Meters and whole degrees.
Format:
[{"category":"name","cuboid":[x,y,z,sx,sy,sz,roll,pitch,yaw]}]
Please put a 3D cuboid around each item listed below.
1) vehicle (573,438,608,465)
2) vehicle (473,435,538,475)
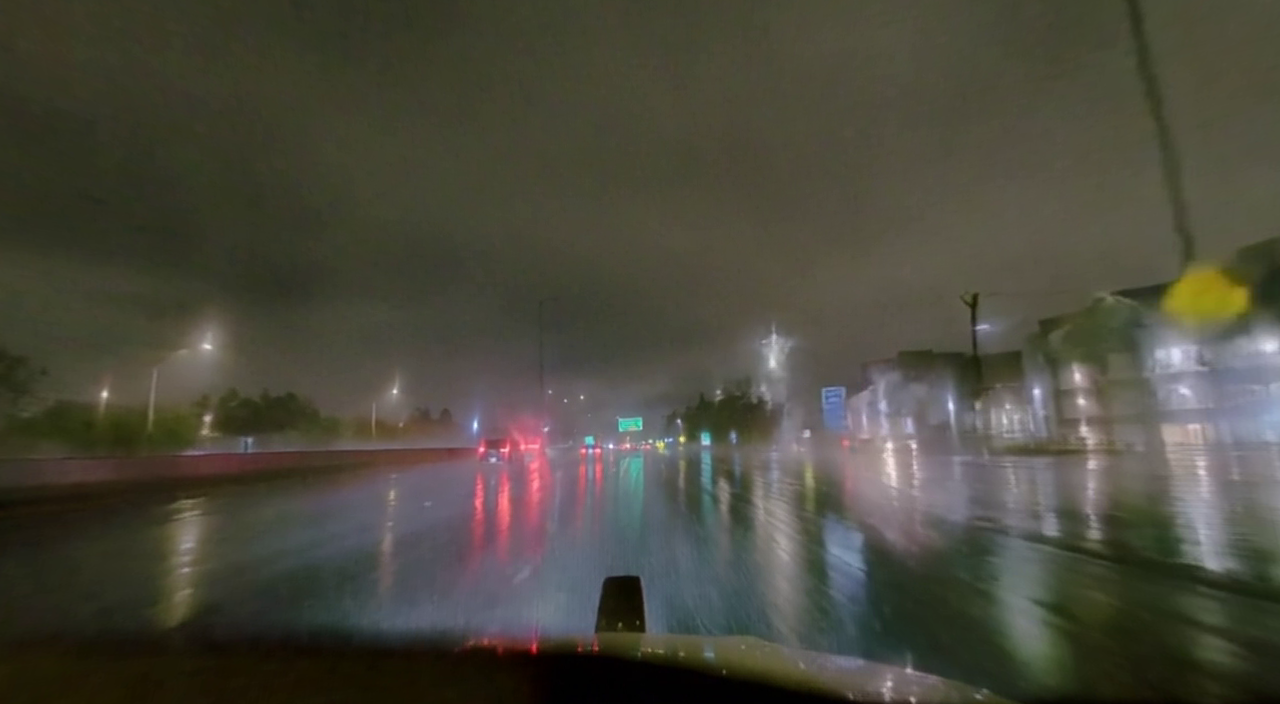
[{"category":"vehicle","cuboid":[-3.280,6.696,42.649,2.027,1.697,4.307,0,-8,0]},{"category":"vehicle","cuboid":[-6.386,4.920,30.487,2.015,1.762,4.790,0,-8,1]}]
